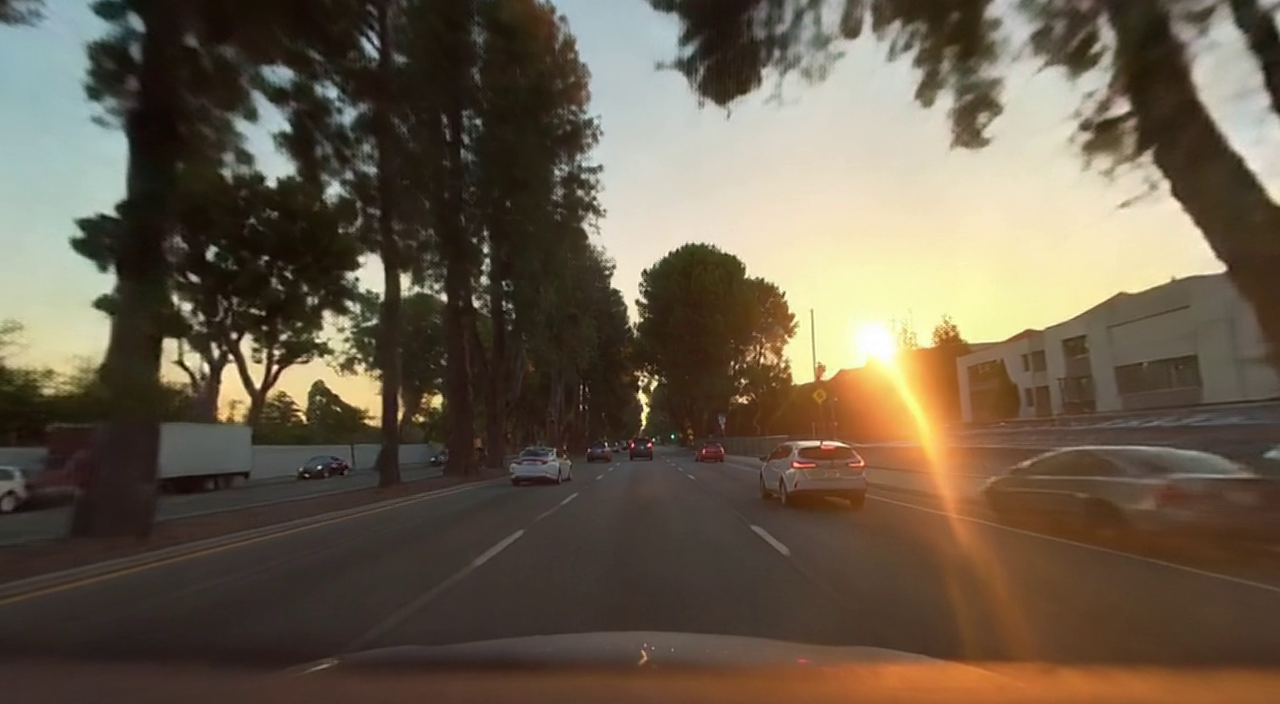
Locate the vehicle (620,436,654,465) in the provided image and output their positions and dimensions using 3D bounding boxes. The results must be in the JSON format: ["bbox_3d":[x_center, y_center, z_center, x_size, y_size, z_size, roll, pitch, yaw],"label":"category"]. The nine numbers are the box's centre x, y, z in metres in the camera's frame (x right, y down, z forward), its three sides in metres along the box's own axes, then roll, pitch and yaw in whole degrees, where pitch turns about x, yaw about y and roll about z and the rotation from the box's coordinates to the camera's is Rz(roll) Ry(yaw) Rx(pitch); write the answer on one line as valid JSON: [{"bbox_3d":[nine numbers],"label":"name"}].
[{"bbox_3d":[-0.224,6.830,43.848,2.247,1.882,4.603,1,-8,-1],"label":"vehicle"}]

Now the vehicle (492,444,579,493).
[{"bbox_3d":[-3.149,3.577,19.830,2.013,1.354,3.908,0,-8,1],"label":"vehicle"}]

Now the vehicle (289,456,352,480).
[{"bbox_3d":[-22.620,8.230,44.843,1.908,1.483,4.835,0,-8,0],"label":"vehicle"}]

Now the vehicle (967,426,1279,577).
[{"bbox_3d":[6.676,1.850,8.695,1.909,1.512,4.480,0,-8,0],"label":"vehicle"}]

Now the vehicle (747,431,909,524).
[{"bbox_3d":[3.473,2.384,12.578,1.919,1.502,4.232,0,-8,0],"label":"vehicle"}]

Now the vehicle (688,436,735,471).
[{"bbox_3d":[3.756,5.425,33.829,1.980,1.709,4.367,1,-8,-1],"label":"vehicle"}]

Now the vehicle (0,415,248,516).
[{"bbox_3d":[-23.044,4.999,29.211,2.833,3.735,11.042,0,-8,-1],"label":"vehicle"}]
